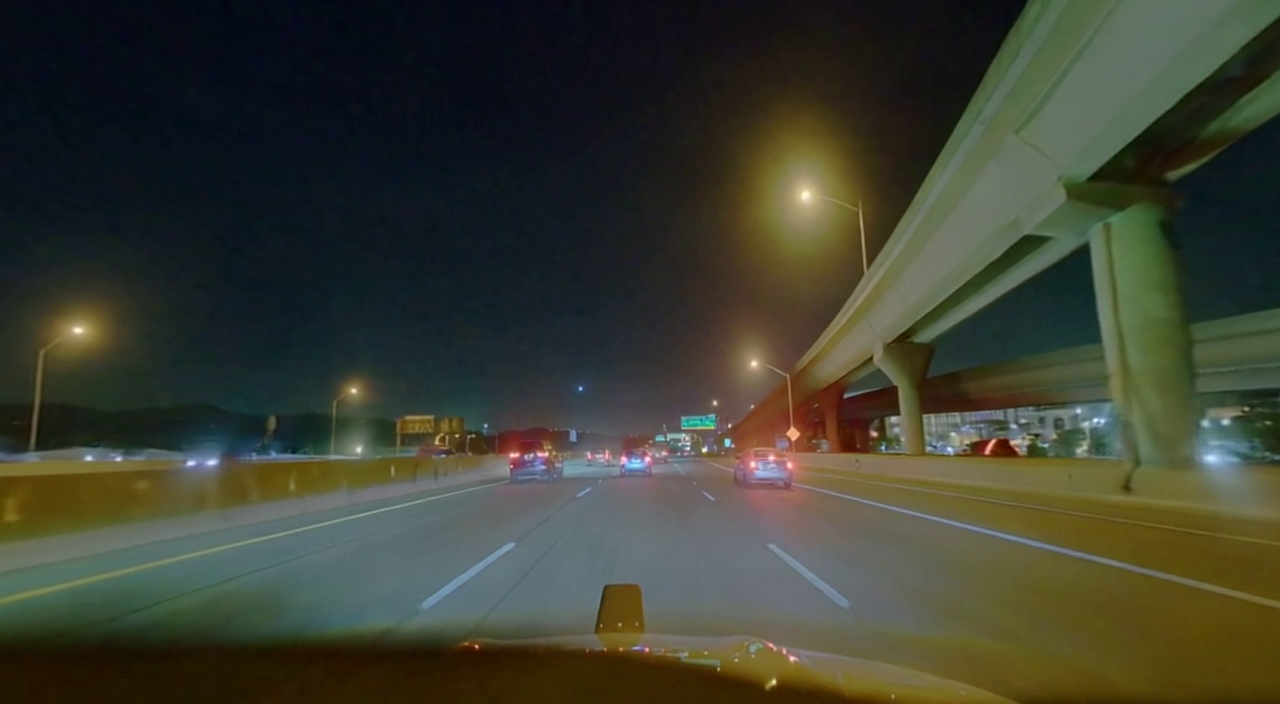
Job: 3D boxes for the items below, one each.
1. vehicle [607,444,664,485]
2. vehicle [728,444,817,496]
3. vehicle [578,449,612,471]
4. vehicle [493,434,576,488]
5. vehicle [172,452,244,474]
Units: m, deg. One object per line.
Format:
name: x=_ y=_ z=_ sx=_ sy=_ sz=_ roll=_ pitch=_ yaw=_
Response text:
vehicle: x=-0.131 y=4.479 z=25.399 sx=2.089 sy=1.493 sz=3.964 roll=0 pitch=-9 yaw=1
vehicle: x=4.128 y=3.735 z=20.371 sx=1.974 sy=1.490 sz=3.994 roll=0 pitch=-9 yaw=-1
vehicle: x=-3.152 y=7.637 z=44.704 sx=1.868 sy=1.431 sz=4.055 roll=0 pitch=-9 yaw=3
vehicle: x=-3.841 y=4.076 z=23.859 sx=2.142 sy=1.819 sz=4.648 roll=0 pitch=-9 yaw=3
vehicle: x=-32.503 y=8.345 z=47.541 sx=1.808 sy=1.518 sz=4.830 roll=-2 pitch=-9 yaw=3
